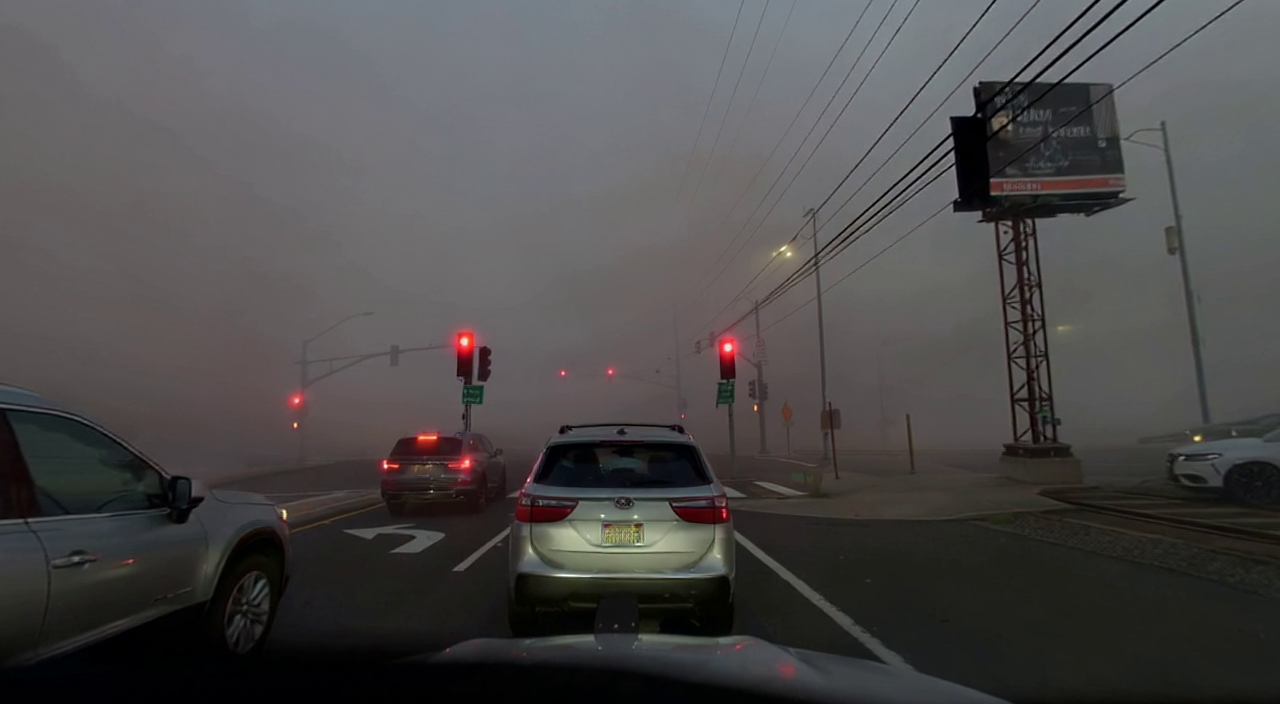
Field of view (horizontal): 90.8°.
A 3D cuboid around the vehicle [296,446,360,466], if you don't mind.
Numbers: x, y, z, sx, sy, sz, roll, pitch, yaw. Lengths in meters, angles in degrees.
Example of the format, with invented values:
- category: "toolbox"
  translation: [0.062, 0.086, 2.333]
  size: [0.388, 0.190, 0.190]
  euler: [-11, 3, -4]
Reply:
- category: "vehicle"
  translation: [-24.213, 8.073, 49.096]
  size: [4.357, 1.444, 1.842]
  euler: [-3, -9, 19]

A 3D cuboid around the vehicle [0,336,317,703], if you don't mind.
- category: "vehicle"
  translation: [-3.933, 0.875, 3.049]
  size: [2.052, 1.814, 5.184]
  euler: [0, -9, -1]

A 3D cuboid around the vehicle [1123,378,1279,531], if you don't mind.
- category: "vehicle"
  translation: [9.614, 1.318, 8.211]
  size: [5.060, 1.702, 2.033]
  euler: [1, -9, -4]

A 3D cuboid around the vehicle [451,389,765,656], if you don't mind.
- category: "vehicle"
  translation: [-0.212, 1.381, 6.009]
  size: [2.025, 1.723, 3.644]
  euler: [0, -9, 0]

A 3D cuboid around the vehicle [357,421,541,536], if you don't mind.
- category: "vehicle"
  translation: [-3.153, 2.188, 11.519]
  size: [1.988, 1.678, 4.317]
  euler: [0, -9, 0]
